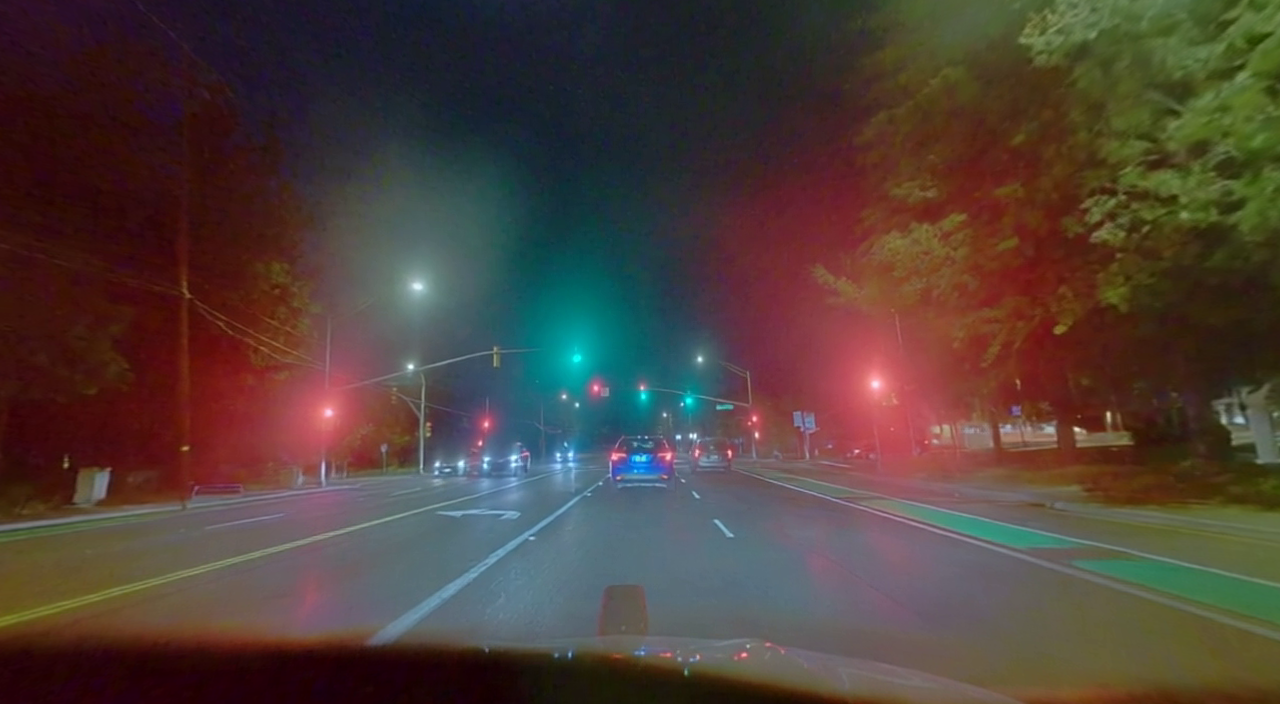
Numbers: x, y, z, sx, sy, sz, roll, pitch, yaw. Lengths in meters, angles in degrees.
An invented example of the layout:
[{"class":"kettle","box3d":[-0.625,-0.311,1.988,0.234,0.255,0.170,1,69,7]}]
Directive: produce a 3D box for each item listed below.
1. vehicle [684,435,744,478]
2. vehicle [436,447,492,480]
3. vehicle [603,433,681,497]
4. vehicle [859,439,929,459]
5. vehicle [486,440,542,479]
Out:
[{"class":"vehicle","box3d":[3.341,4.815,29.339,2.189,1.815,4.495,0,-8,0]},{"class":"vehicle","box3d":[-10.478,6.641,37.814,1.974,1.794,4.580,0,-8,1]},{"class":"vehicle","box3d":[0.058,3.378,19.208,2.109,1.730,3.963,0,-8,0]},{"class":"vehicle","box3d":[19.504,7.500,48.596,4.587,1.490,1.825,0,-8,2]},{"class":"vehicle","box3d":[-6.530,5.617,33.232,1.949,1.891,4.439,0,-8,1]}]
